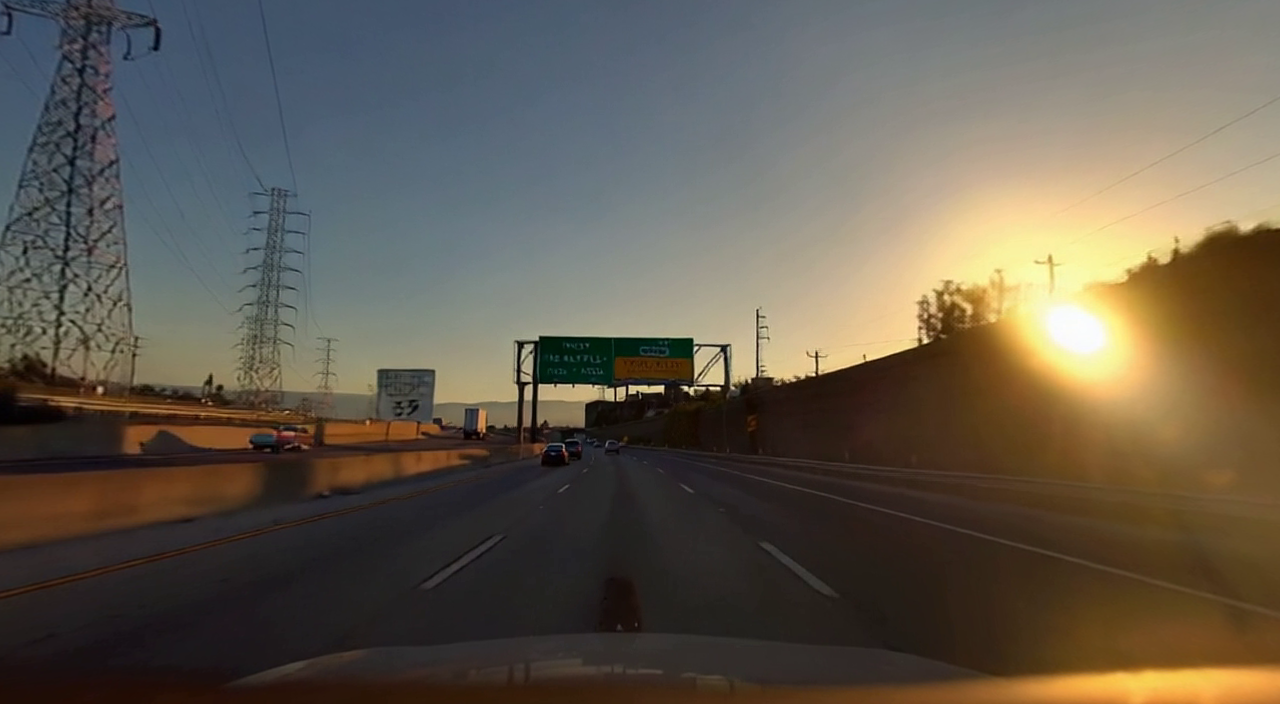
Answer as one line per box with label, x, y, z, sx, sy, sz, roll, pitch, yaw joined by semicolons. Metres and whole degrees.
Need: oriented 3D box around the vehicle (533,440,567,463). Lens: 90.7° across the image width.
vehicle;-6.113;6.792;43.391;1.921;1.420;4.078;0;-8;-3
